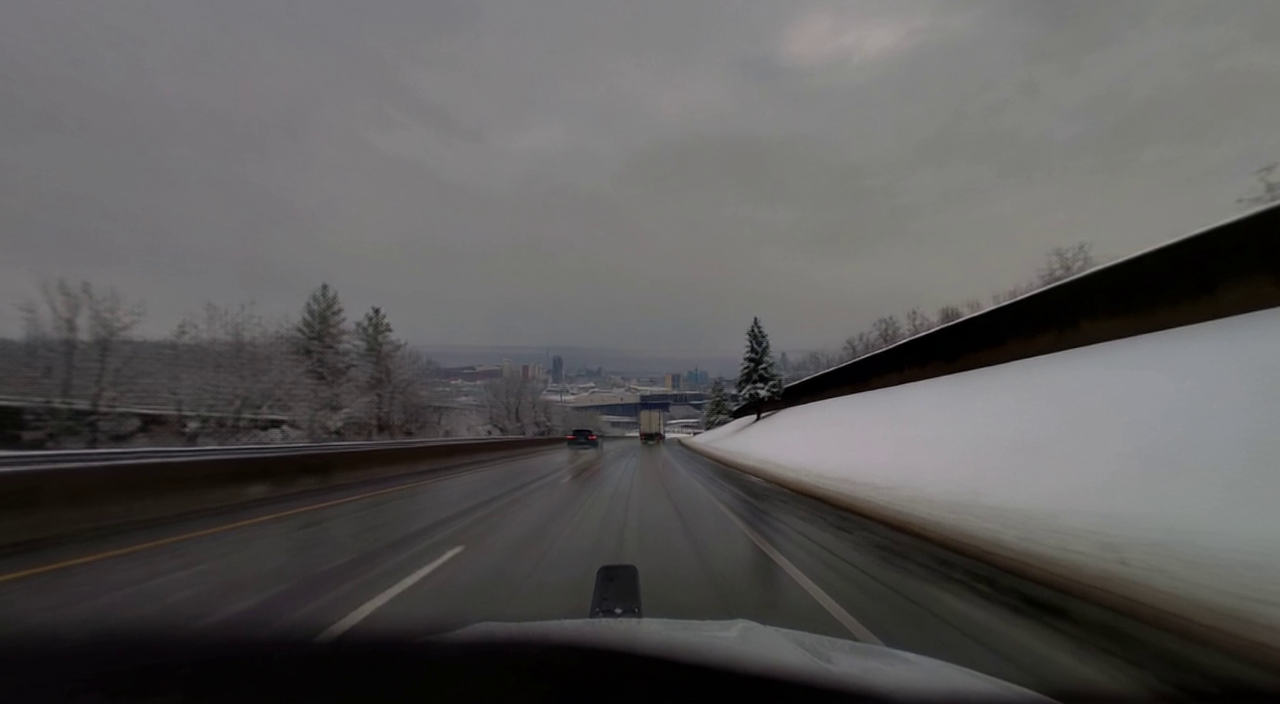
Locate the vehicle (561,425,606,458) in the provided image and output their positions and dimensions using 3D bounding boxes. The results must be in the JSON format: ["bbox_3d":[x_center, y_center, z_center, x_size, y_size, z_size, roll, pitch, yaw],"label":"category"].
[{"bbox_3d":[-3.001,4.864,34.254,2.018,1.678,4.312,0,-8,1],"label":"vehicle"}]
